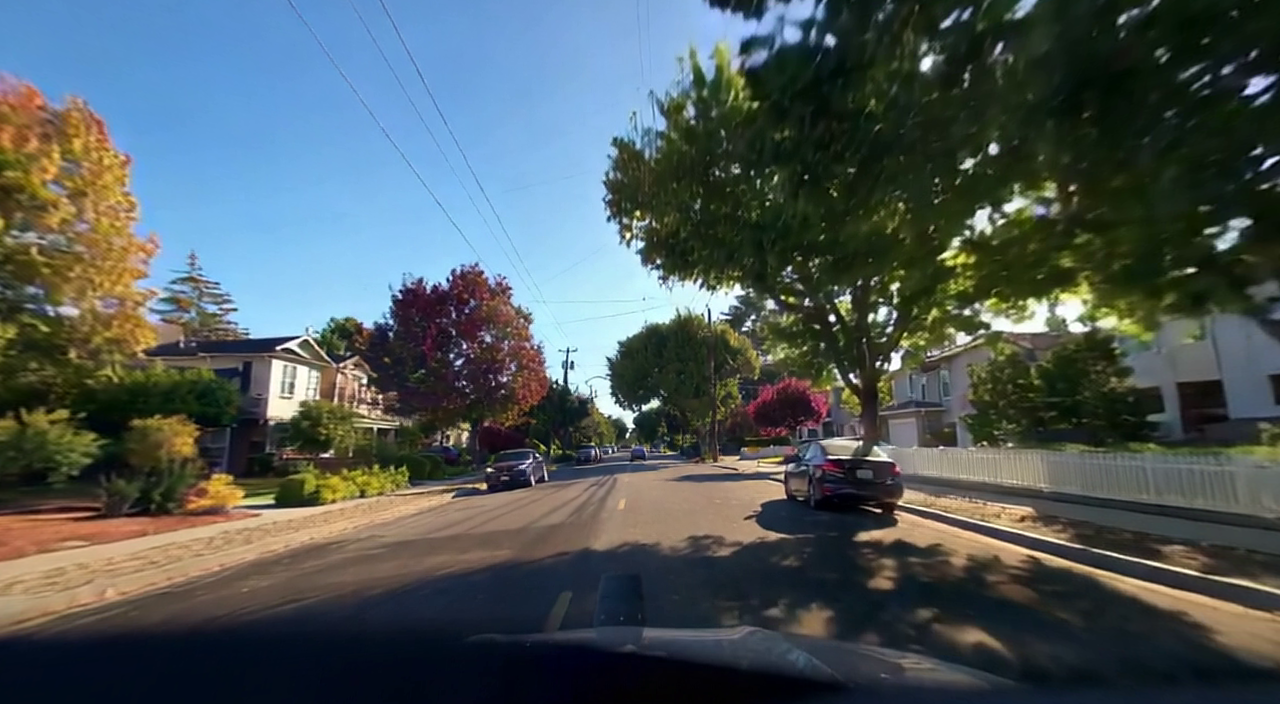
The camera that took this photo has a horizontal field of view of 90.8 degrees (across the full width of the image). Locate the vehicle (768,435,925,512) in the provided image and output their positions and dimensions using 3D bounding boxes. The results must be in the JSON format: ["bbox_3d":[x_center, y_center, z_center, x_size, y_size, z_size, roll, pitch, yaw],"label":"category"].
[{"bbox_3d":[4.686,2.819,15.157,2.170,1.549,4.178,0,-9,-3],"label":"vehicle"}]

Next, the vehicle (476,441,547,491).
[{"bbox_3d":[-5.249,4.671,26.338,1.970,1.666,4.223,-4,-7,0],"label":"vehicle"}]
